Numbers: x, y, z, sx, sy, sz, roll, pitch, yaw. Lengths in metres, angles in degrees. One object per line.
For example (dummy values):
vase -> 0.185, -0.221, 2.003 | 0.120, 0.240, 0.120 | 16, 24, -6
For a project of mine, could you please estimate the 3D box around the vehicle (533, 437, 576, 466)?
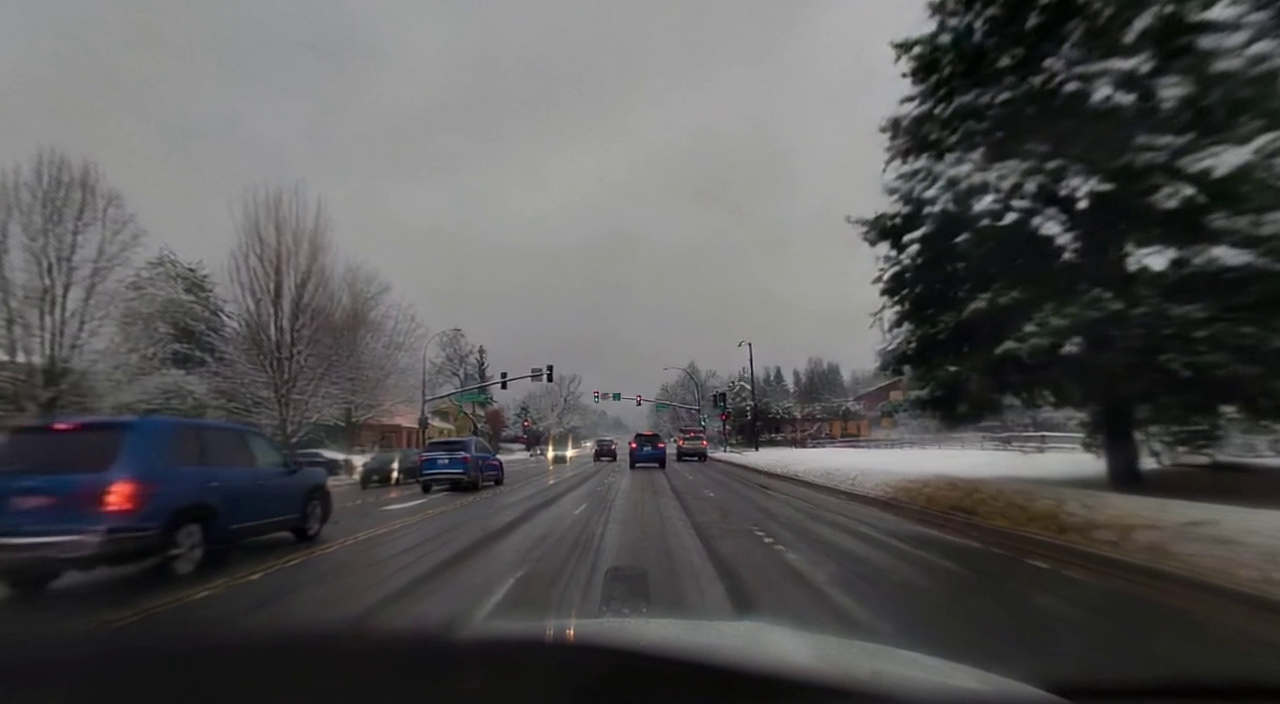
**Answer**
vehicle -> -5.285, 6.237, 39.464 | 2.108, 1.689, 4.316 | 0, -8, 0

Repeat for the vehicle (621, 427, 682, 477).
vehicle -> 0.442, 3.991, 25.262 | 2.235, 1.778, 4.178 | 0, -8, 1

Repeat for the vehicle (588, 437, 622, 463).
vehicle -> -2.303, 6.648, 42.948 | 2.058, 1.659, 4.514 | 0, -8, 0

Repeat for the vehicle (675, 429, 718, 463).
vehicle -> 3.666, 6.255, 42.047 | 2.338, 2.063, 5.672 | 0, -9, 0

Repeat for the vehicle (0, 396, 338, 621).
vehicle -> -5.445, 1.513, 7.029 | 2.193, 1.687, 4.507 | 0, -9, -5

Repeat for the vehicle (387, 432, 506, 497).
vehicle -> -5.511, 3.263, 18.675 | 2.052, 1.664, 4.476 | 0, -9, 1
